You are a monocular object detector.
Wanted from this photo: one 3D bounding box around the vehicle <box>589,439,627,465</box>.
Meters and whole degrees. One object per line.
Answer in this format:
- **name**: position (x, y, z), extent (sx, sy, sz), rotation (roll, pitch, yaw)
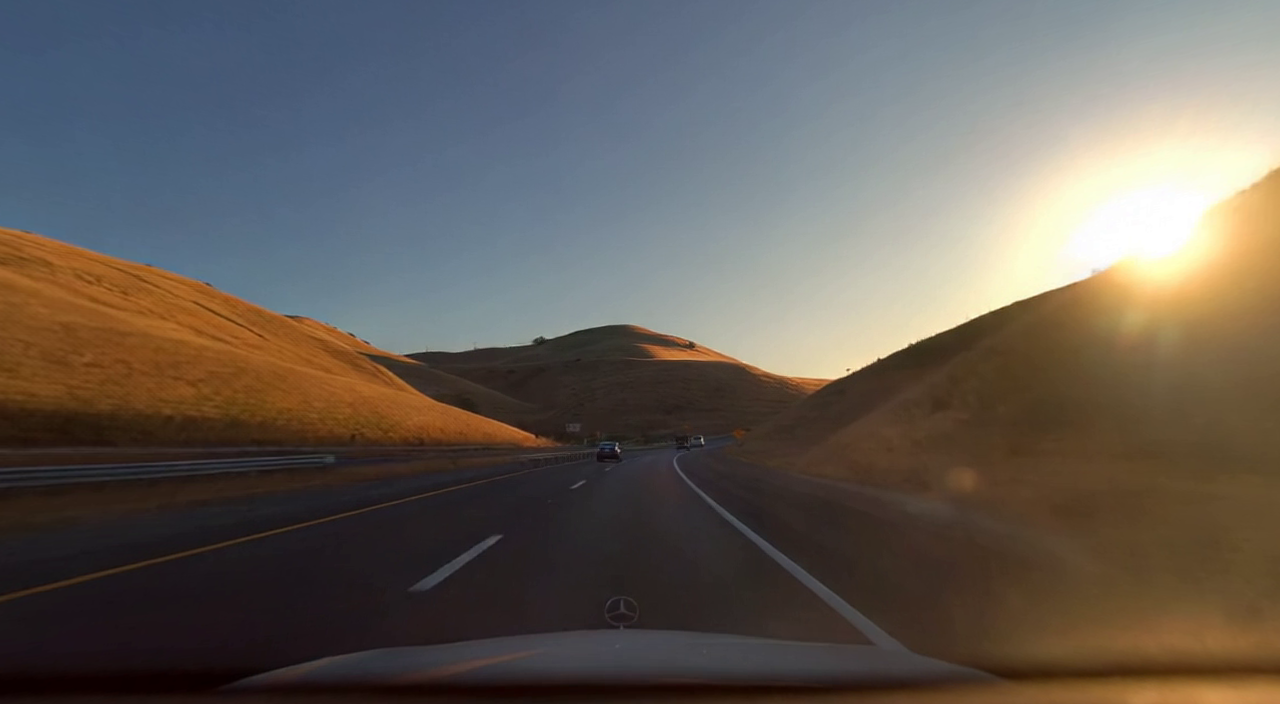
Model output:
- **vehicle**: position (-2.260, 7.231, 45.890), extent (2.252, 1.743, 4.560), rotation (-1, -9, 3)
